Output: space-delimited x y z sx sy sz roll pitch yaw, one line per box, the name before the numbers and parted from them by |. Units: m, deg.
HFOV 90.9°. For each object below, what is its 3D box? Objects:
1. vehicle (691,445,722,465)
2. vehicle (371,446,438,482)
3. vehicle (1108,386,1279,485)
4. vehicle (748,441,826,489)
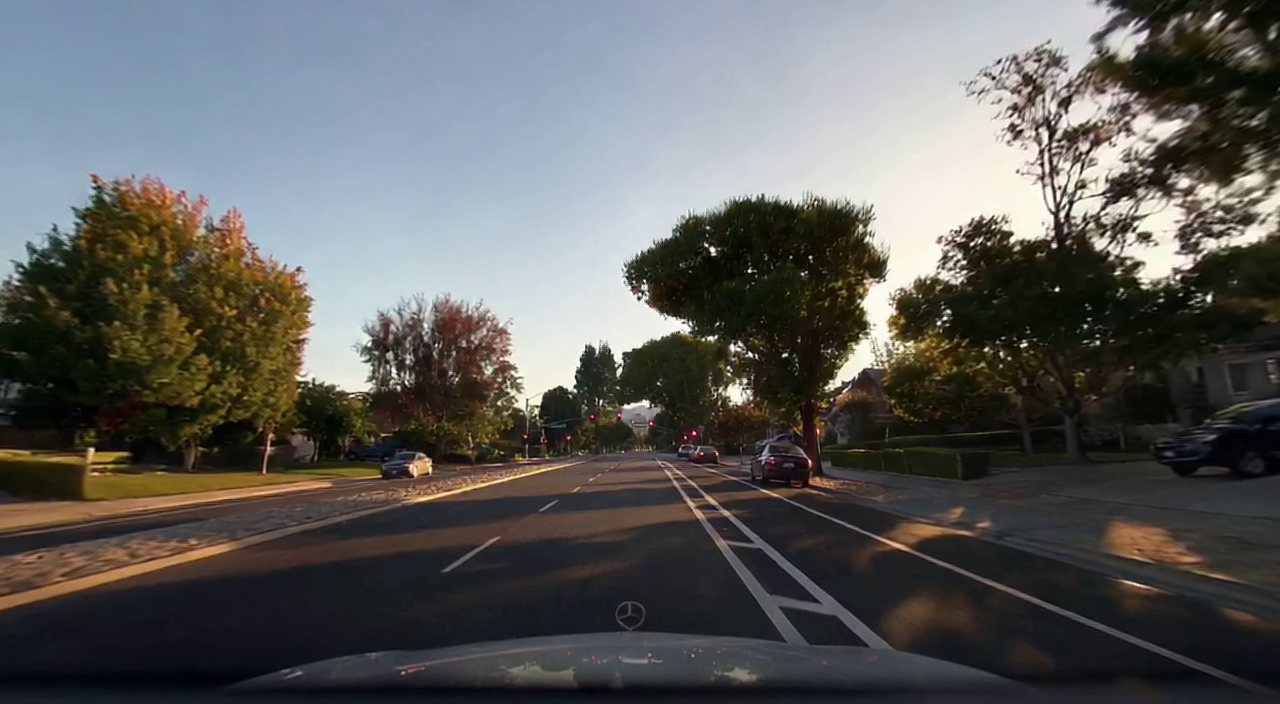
vehicle | 5.167 8.048 49.511 1.881 1.435 4.525 0 -8 -1
vehicle | -12.006 5.710 32.473 2.000 1.523 4.226 -1 -6 -2
vehicle | 13.288 1.634 13.253 4.712 1.775 2.502 -5 -8 4
vehicle | 5.074 3.929 22.249 1.803 1.517 3.738 0 -8 -1
